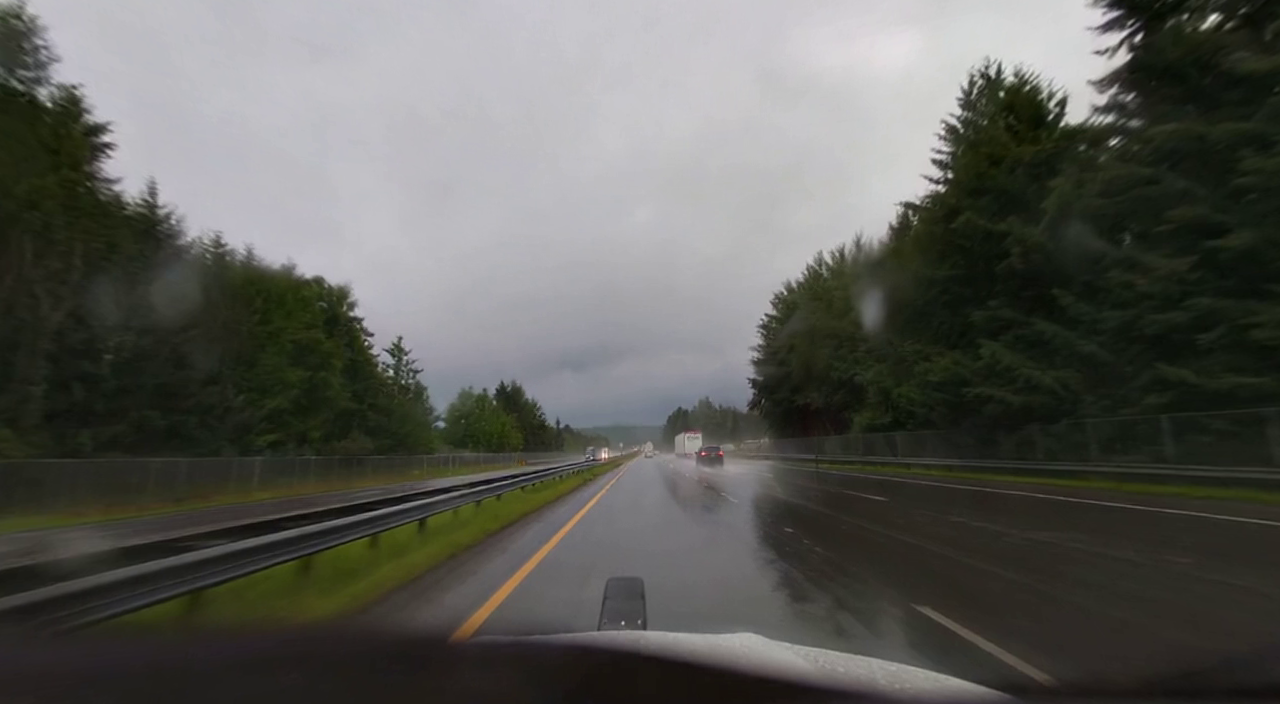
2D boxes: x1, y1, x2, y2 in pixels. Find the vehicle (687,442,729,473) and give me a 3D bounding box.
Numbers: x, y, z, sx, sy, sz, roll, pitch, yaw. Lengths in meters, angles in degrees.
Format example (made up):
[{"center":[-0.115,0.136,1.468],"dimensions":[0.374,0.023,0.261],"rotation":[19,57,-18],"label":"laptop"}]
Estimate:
[{"center":[4.113,6.510,38.957],"dimensions":[2.093,1.742,4.167],"rotation":[0,-9,-1],"label":"vehicle"}]
